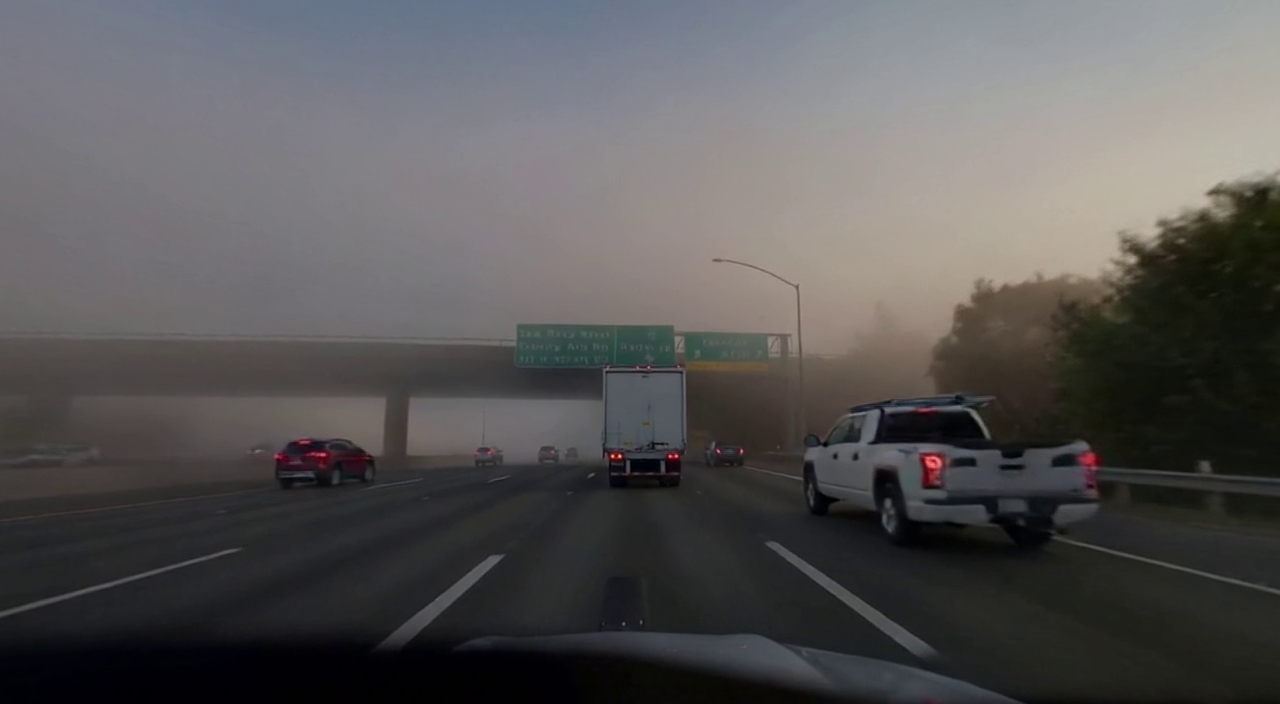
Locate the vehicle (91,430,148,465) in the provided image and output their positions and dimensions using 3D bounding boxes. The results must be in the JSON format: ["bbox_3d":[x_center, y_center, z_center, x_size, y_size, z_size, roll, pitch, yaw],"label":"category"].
[{"bbox_3d":[-38.102,7.007,46.230,1.815,2.506,2.461,0,-8,-1],"label":"vehicle"}]

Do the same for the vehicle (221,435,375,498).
[{"bbox_3d":[-10.656,3.582,20.247,2.119,1.747,5.121,0,-9,-1],"label":"vehicle"}]

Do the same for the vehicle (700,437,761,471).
[{"bbox_3d":[4.279,4.919,30.634,2.108,1.508,4.744,0,-9,-2],"label":"vehicle"}]

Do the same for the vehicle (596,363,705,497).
[{"bbox_3d":[0.069,2.886,22.431,2.916,3.584,10.841,0,-9,-2],"label":"vehicle"}]

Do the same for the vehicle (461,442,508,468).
[{"bbox_3d":[-11.431,7.644,46.803,2.217,1.797,5.226,0,-9,-1],"label":"vehicle"}]

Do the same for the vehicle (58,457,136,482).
[{"bbox_3d":[-33.527,7.239,39.070,1.619,1.395,3.677,0,-9,-2],"label":"vehicle"}]

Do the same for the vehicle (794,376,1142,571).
[{"bbox_3d":[3.944,1.599,8.970,2.174,1.968,5.016,0,-9,-1],"label":"vehicle"}]
